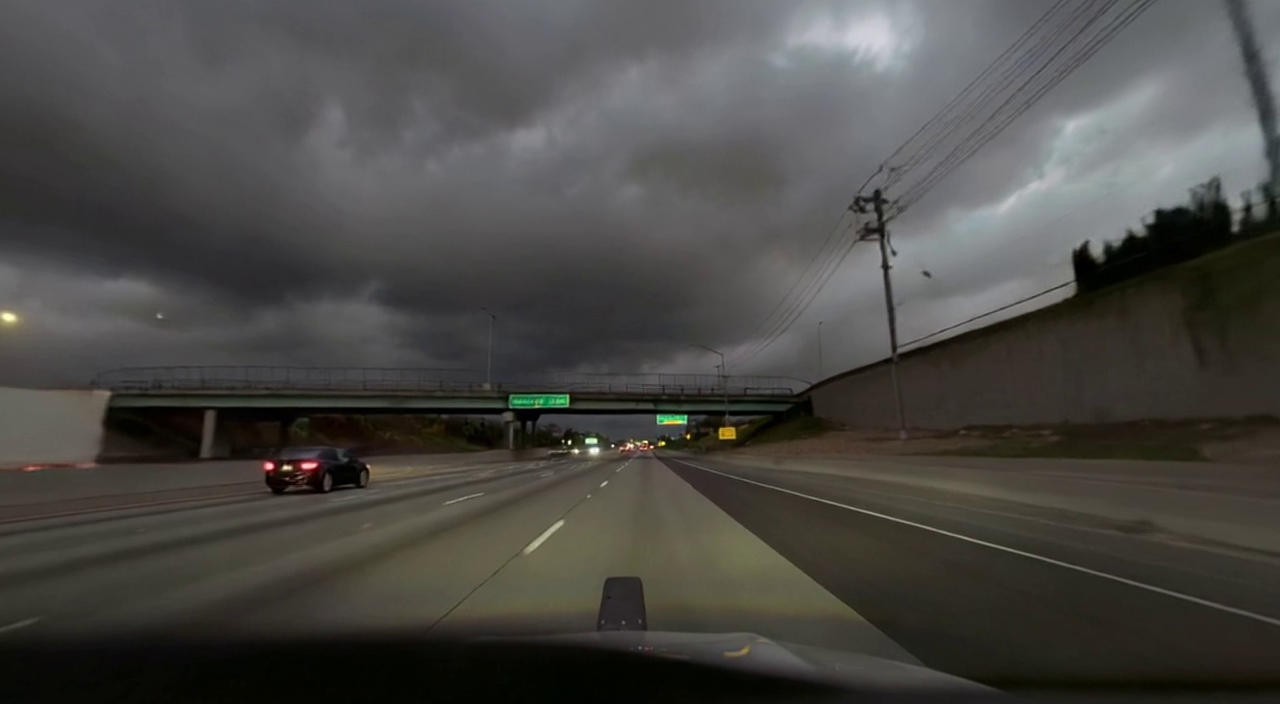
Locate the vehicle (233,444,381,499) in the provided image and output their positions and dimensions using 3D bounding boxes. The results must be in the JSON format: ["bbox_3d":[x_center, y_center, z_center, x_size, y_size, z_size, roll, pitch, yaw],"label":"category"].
[{"bbox_3d":[-10.128,3.624,19.667,2.056,1.476,4.562,0,-8,1],"label":"vehicle"}]
